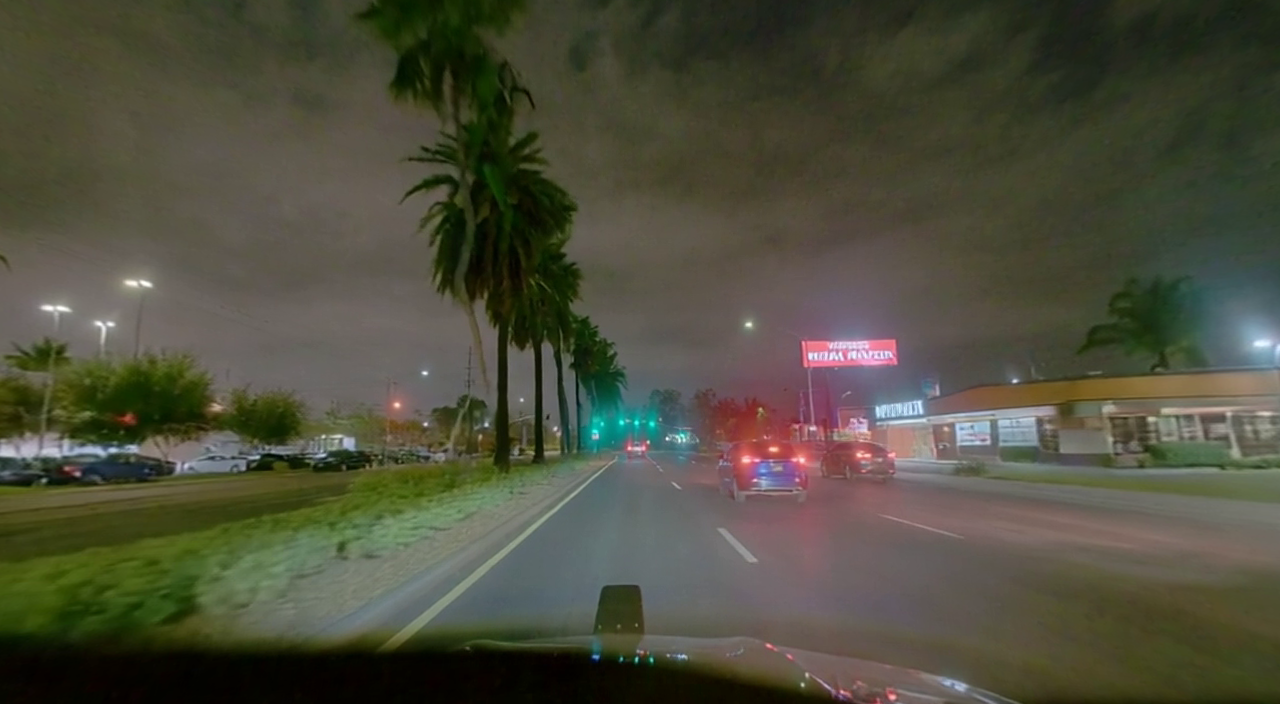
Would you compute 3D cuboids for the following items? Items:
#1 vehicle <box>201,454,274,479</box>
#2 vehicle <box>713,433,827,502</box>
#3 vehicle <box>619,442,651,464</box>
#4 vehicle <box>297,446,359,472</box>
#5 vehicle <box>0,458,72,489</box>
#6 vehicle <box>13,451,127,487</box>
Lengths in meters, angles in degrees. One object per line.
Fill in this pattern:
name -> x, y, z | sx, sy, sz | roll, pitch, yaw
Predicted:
vehicle -> -27.581, 7.838, 43.517 | 1.816, 1.498, 4.698 | -1, -8, 2
vehicle -> 3.176, 2.916, 16.404 | 1.889, 1.541, 4.303 | 0, -8, -2
vehicle -> -0.440, 7.407, 46.420 | 2.258, 1.468, 4.076 | 0, -8, -2
vehicle -> -24.326, 8.338, 49.570 | 2.112, 1.821, 5.960 | -2, -8, -2
vehicle -> -32.583, 6.265, 32.567 | 1.895, 1.500, 4.615 | -8, -12, 44
vehicle -> -32.692, 6.662, 36.423 | 4.634, 1.870, 2.177 | 7, -11, -39
